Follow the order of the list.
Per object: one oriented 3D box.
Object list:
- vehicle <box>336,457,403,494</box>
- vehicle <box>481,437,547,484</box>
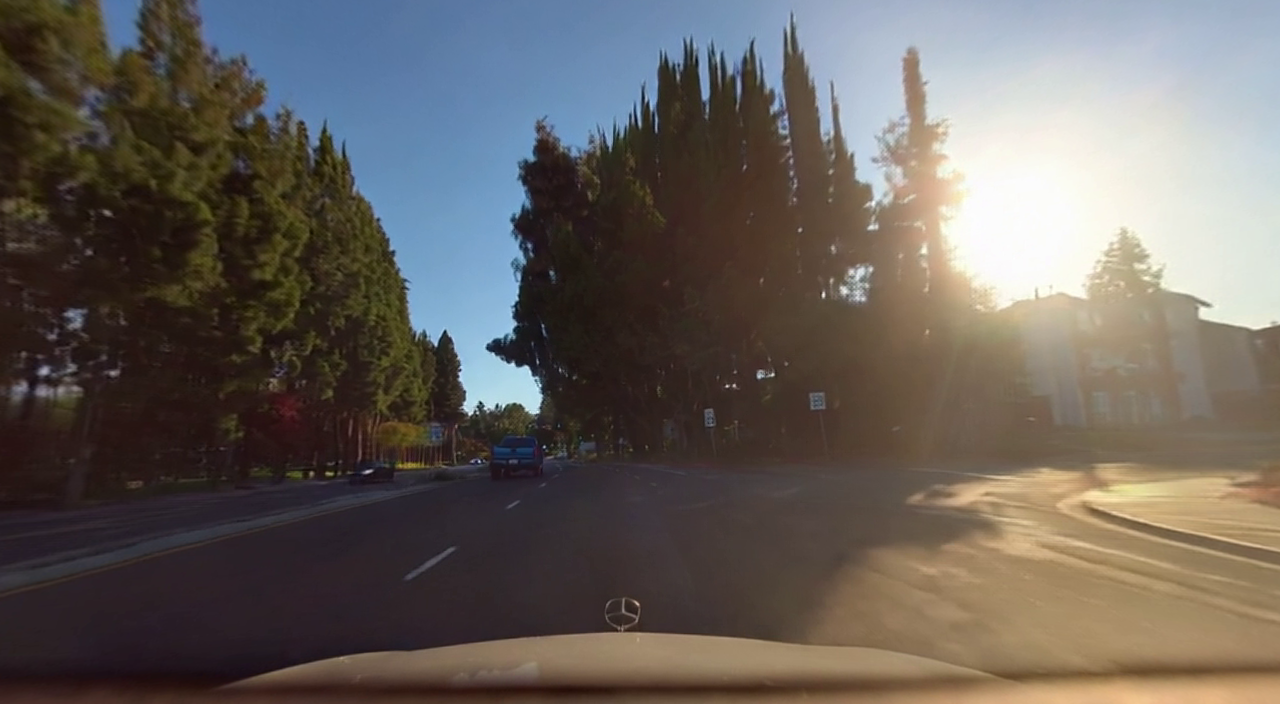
[{"bbox_3d":[-13.417,6.103,31.595,1.883,1.632,4.024,0,-9,-5],"label":"vehicle"},{"bbox_3d":[-5.614,4.925,29.086,2.267,1.849,6.402,0,-9,-5],"label":"vehicle"}]
